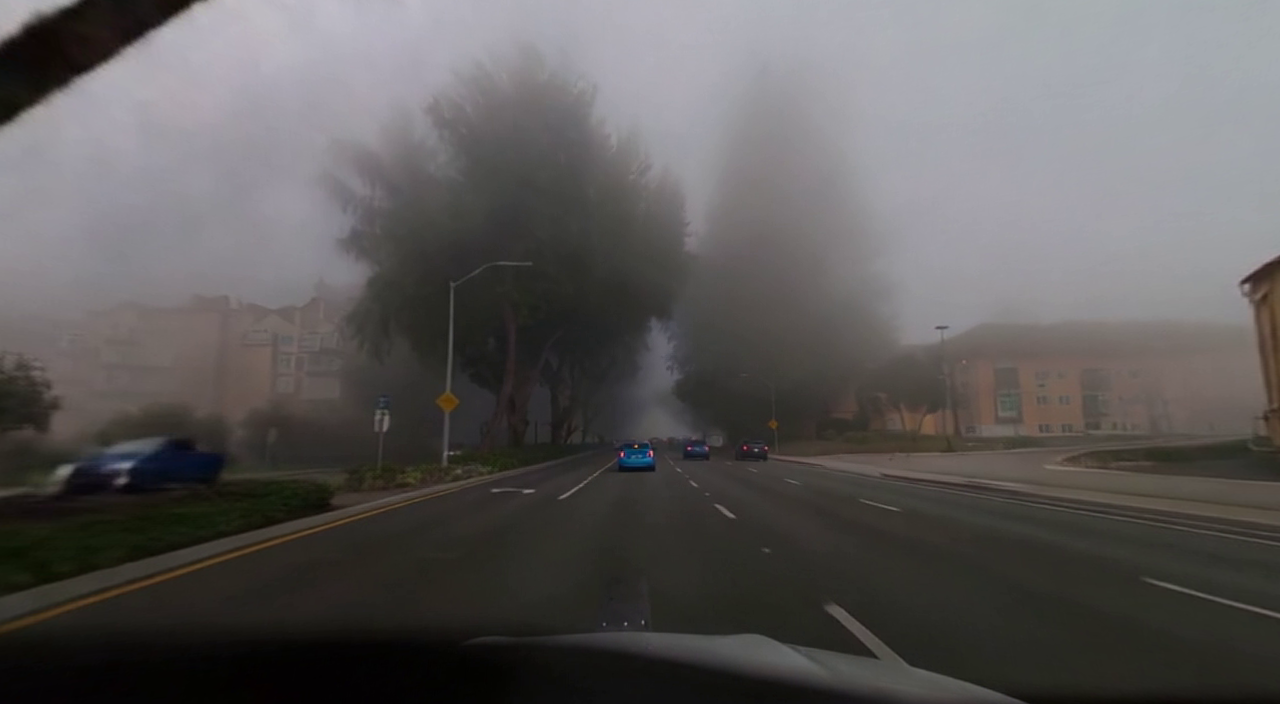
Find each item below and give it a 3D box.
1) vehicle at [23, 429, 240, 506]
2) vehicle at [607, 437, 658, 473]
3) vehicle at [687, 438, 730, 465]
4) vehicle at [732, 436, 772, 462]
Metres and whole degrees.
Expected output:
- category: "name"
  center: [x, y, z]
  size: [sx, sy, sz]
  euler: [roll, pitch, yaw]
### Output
- category: "vehicle"
  center: [-14.144, 3.212, 18.038]
  size: [2.156, 1.889, 4.750]
  euler: [0, -8, 1]
- category: "vehicle"
  center: [-0.289, 4.579, 28.241]
  size: [2.102, 1.481, 3.907]
  euler: [0, -8, 1]
- category: "vehicle"
  center: [4.029, 5.926, 37.826]
  size: [2.067, 1.514, 4.188]
  euler: [0, -8, -1]
- category: "vehicle"
  center: [7.748, 6.748, 43.868]
  size: [1.972, 1.700, 4.269]
  euler: [0, -8, 0]
